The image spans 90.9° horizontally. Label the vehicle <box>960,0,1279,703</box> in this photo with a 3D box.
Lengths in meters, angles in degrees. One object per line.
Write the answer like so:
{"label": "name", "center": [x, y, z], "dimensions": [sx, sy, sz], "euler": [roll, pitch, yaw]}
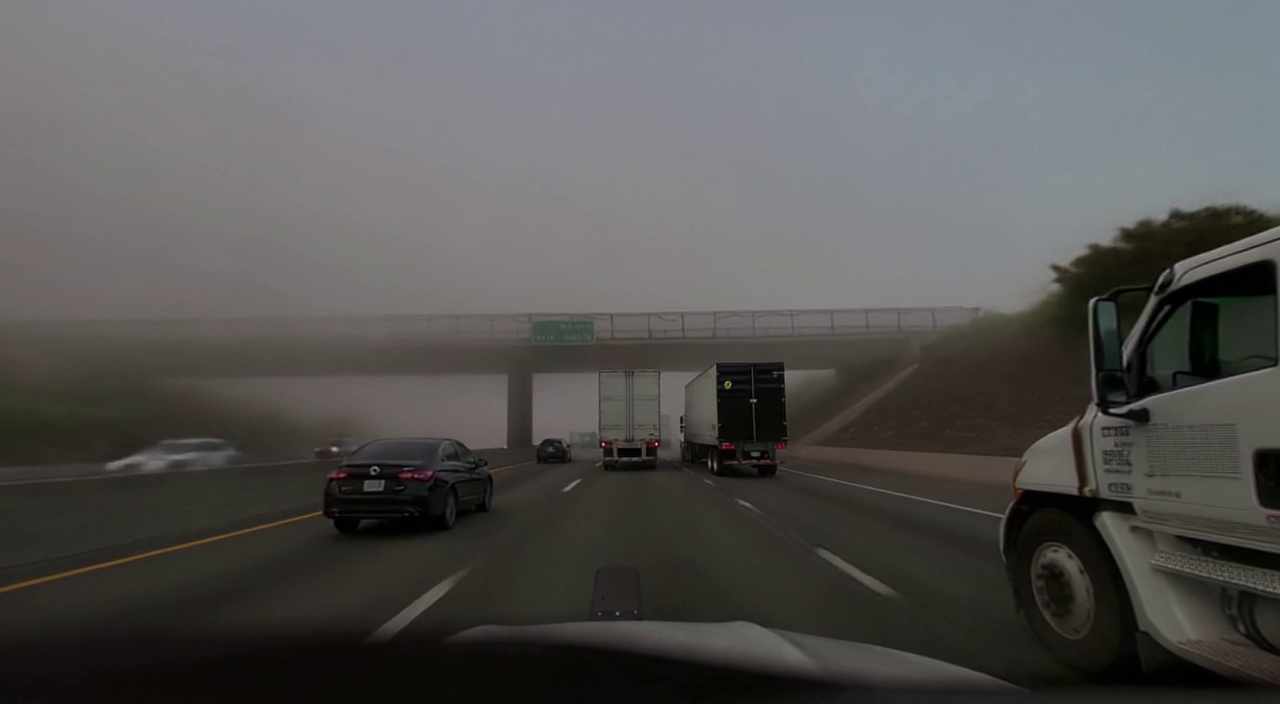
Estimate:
{"label": "vehicle", "center": [3.941, -0.369, 1.470], "dimensions": [3.074, 3.896, 5.910], "euler": [0, -8, -1]}

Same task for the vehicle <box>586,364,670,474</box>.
{"label": "vehicle", "center": [-0.510, 3.183, 28.685], "dimensions": [3.090, 4.065, 10.702], "euler": [0, -8, -1]}

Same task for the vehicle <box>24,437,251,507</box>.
{"label": "vehicle", "center": [-12.155, 2.877, 15.764], "dimensions": [2.017, 1.482, 4.496], "euler": [0, -8, -1]}

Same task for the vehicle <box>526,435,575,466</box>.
{"label": "vehicle", "center": [-4.533, 5.005, 32.346], "dimensions": [2.049, 1.483, 3.786], "euler": [0, -8, -2]}

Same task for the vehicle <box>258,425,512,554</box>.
{"label": "vehicle", "center": [-3.387, 1.884, 9.562], "dimensions": [1.894, 1.460, 4.662], "euler": [0, -8, 0]}

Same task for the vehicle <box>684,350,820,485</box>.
{"label": "vehicle", "center": [3.639, 2.652, 24.015], "dimensions": [2.817, 3.886, 11.491], "euler": [0, -8, -1]}
